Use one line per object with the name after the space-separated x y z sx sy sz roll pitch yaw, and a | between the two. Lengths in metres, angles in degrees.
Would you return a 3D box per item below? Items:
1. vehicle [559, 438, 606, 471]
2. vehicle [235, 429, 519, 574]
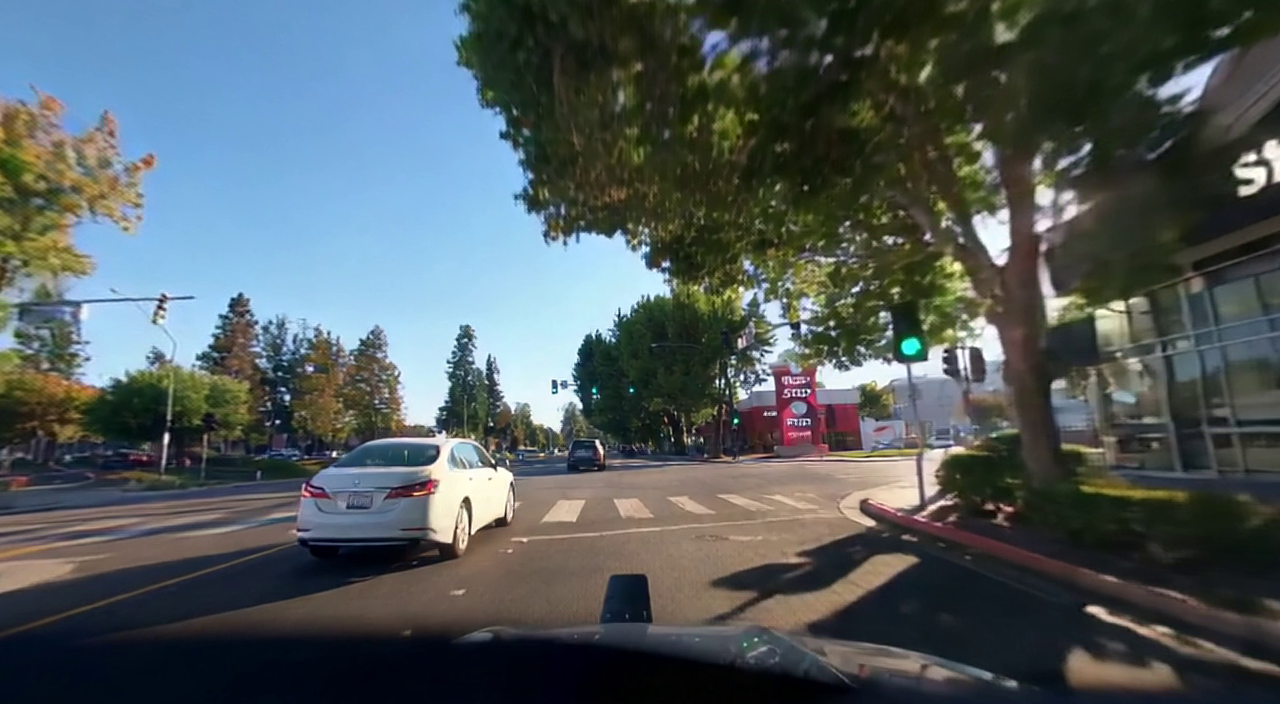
-3.108 5.641 34.952 2.109 1.692 4.220 0 -9 1 | vehicle
-3.141 1.872 8.751 2.018 1.477 4.401 0 -9 0 | vehicle
